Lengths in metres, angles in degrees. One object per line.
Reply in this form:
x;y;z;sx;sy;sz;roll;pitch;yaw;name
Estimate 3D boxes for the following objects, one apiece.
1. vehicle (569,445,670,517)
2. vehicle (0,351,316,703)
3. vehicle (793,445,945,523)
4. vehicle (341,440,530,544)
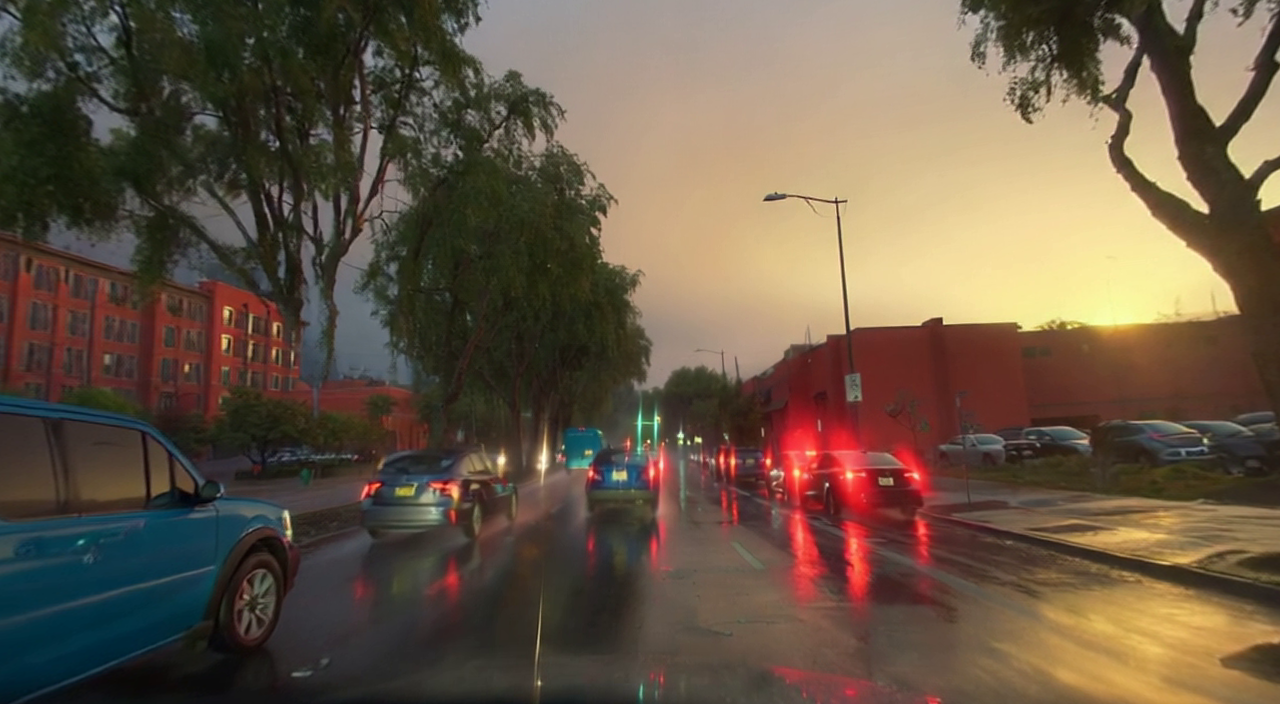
-0.435;3.064;15.533;2.152;1.518;4.113;0;-8;0;vehicle
-3.727;0.893;2.658;2.140;1.768;4.685;0;-8;1;vehicle
4.905;2.848;14.195;1.832;1.491;4.054;0;-8;-1;vehicle
-3.519;2.474;11.887;1.995;1.554;4.426;0;-8;1;vehicle
